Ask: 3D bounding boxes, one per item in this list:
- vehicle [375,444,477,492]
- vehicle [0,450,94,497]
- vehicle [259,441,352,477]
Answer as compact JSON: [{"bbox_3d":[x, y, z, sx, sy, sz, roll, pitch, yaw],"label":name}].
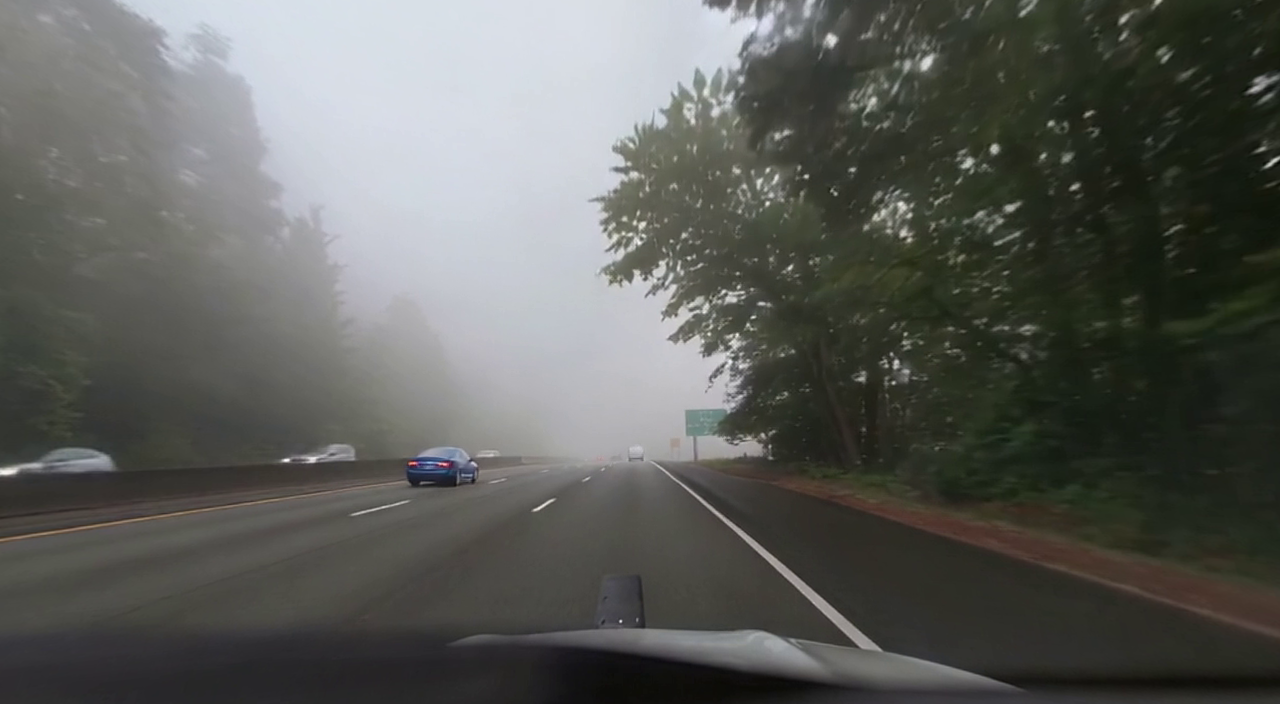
[{"bbox_3d":[-7.706,4.198,23.210,2.094,1.579,4.655,0,-9,0],"label":"vehicle"},{"bbox_3d":[-25.614,4.833,25.234,2.320,1.776,5.706,0,-9,1],"label":"vehicle"},{"bbox_3d":[-18.065,5.774,34.365,2.055,1.803,5.315,0,-9,1],"label":"vehicle"}]
